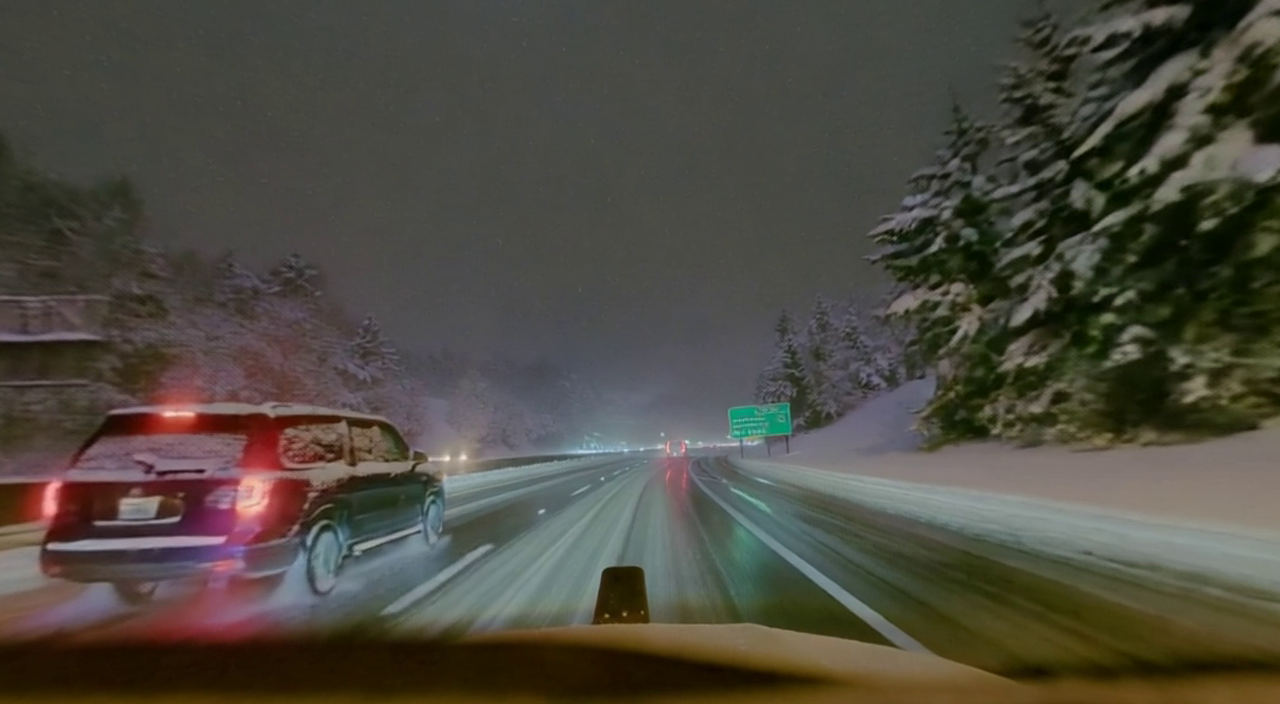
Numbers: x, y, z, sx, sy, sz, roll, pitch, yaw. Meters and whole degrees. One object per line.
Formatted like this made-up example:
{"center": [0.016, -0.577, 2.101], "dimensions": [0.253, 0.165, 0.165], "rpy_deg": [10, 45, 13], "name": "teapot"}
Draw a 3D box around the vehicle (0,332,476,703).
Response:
{"center": [-3.433, 1.266, 5.935], "dimensions": [2.143, 1.851, 5.817], "rpy_deg": [0, -9, 1], "name": "vehicle"}
